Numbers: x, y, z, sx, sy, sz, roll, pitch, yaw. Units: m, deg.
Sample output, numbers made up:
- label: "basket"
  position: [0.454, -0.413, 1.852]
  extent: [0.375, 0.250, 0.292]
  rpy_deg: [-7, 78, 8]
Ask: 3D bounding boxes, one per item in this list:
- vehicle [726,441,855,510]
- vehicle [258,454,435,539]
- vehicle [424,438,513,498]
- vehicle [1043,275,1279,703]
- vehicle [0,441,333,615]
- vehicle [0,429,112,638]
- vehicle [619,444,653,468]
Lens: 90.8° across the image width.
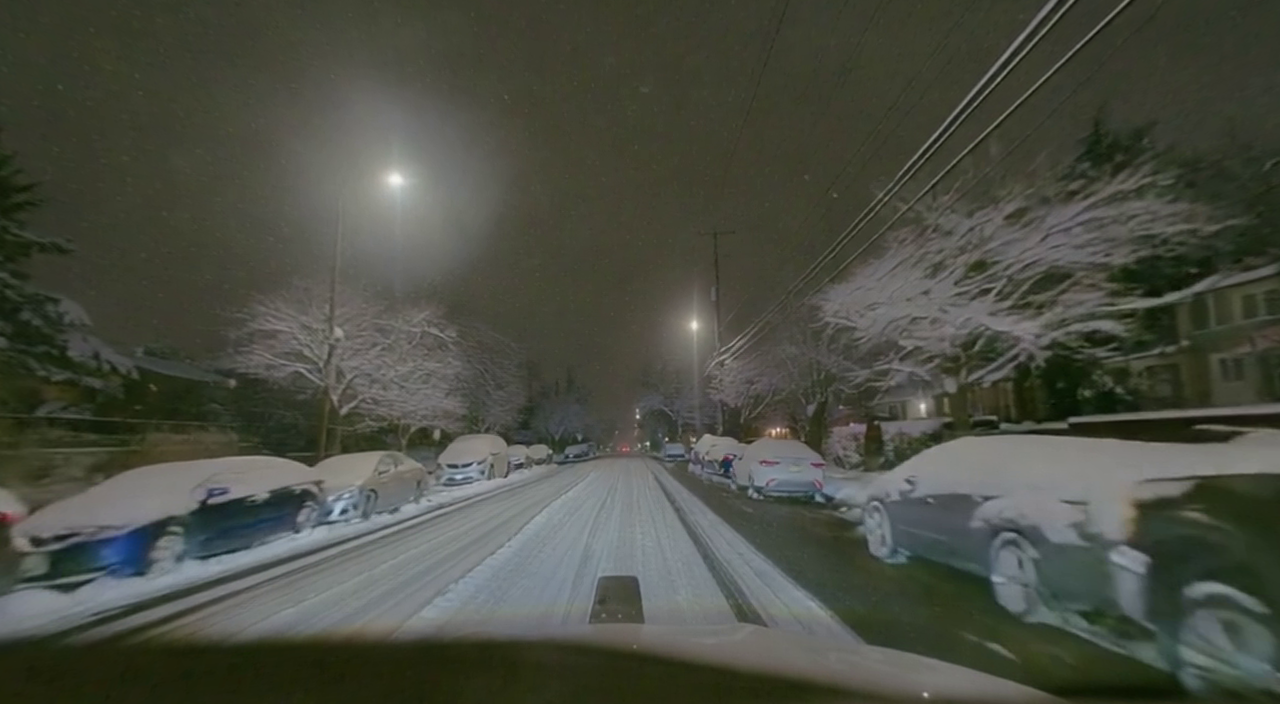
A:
- label: "vehicle"
  position: [3.630, 3.072, 16.270]
  extent: [2.039, 1.480, 4.831]
  rpy_deg: [0, -9, -1]
- label: "vehicle"
  position: [-6.070, 2.988, 13.733]
  extent: [1.951, 1.327, 4.191]
  rpy_deg: [-2, -7, -1]
- label: "vehicle"
  position: [-6.204, 4.183, 23.483]
  extent: [2.115, 1.820, 5.002]
  rpy_deg: [-3, -7, -3]
- label: "vehicle"
  position: [3.639, 0.440, 0.603]
  extent: [2.401, 1.958, 5.999]
  rpy_deg: [0, -8, -2]
- label: "vehicle"
  position: [-6.092, 2.071, 8.510]
  extent: [1.879, 1.581, 4.486]
  rpy_deg: [-3, -7, -3]
- label: "vehicle"
  position: [-5.861, 1.259, 3.373]
  extent: [1.925, 1.578, 4.906]
  rpy_deg: [-3, -7, 0]
- label: "vehicle"
  position: [-0.298, 6.800, 41.481]
  extent: [2.062, 1.509, 4.305]
  rpy_deg: [0, -9, -1]
